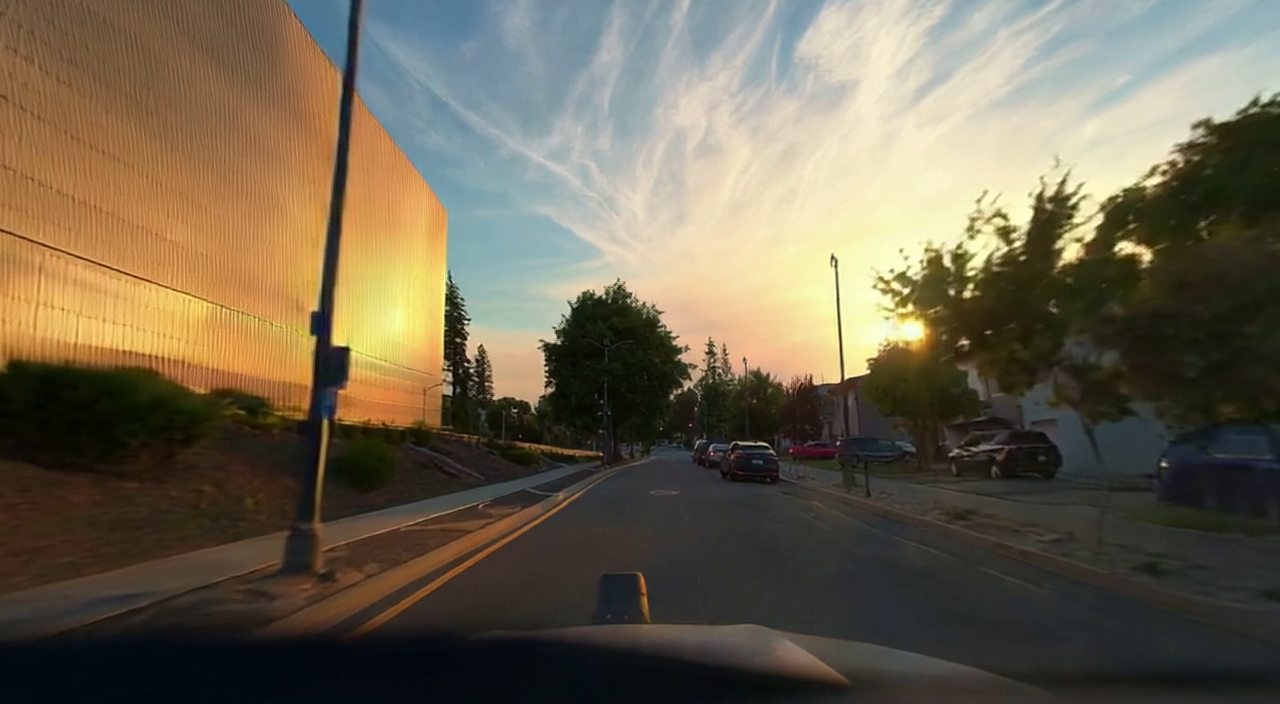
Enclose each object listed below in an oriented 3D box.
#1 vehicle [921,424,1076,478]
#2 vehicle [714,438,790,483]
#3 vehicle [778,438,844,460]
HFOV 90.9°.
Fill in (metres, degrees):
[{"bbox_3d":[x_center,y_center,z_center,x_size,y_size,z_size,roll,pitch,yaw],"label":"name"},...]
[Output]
[{"bbox_3d":[10.704,3.026,19.363,1.997,1.430,4.986,-1,-9,2],"label":"vehicle"},{"bbox_3d":[4.014,3.989,23.403,2.024,1.475,4.565,0,-9,1],"label":"vehicle"},{"bbox_3d":[12.411,7.034,45.894,4.163,1.471,1.914,-1,-9,-1],"label":"vehicle"}]
